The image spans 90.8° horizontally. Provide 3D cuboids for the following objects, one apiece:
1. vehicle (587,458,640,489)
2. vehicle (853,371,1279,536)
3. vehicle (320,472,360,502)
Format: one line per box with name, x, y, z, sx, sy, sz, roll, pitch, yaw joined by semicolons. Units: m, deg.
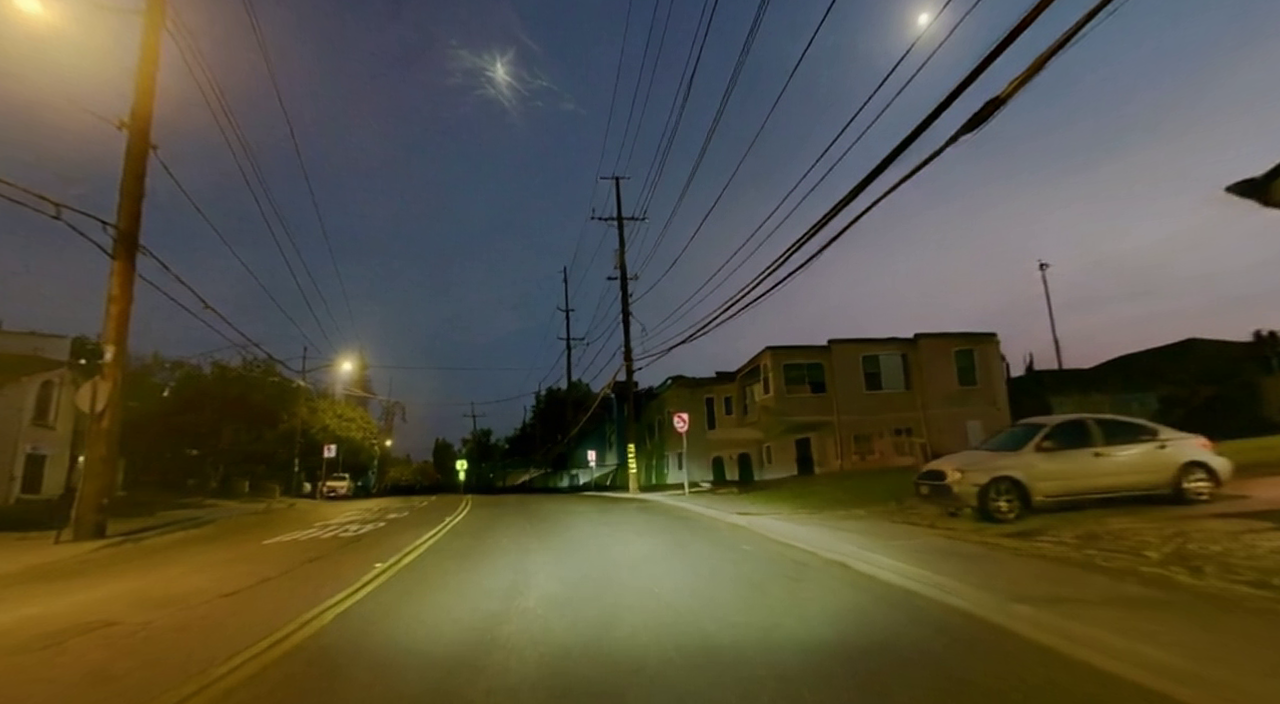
vehicle;-2.076;9.007;47.241;2.184;1.885;5.343;3;-8;-23
vehicle;6.743;1.592;10.262;5.578;1.842;2.300;-4;-9;-7
vehicle;-20.167;9.009;42.412;1.994;1.515;4.385;4;-8;-30
